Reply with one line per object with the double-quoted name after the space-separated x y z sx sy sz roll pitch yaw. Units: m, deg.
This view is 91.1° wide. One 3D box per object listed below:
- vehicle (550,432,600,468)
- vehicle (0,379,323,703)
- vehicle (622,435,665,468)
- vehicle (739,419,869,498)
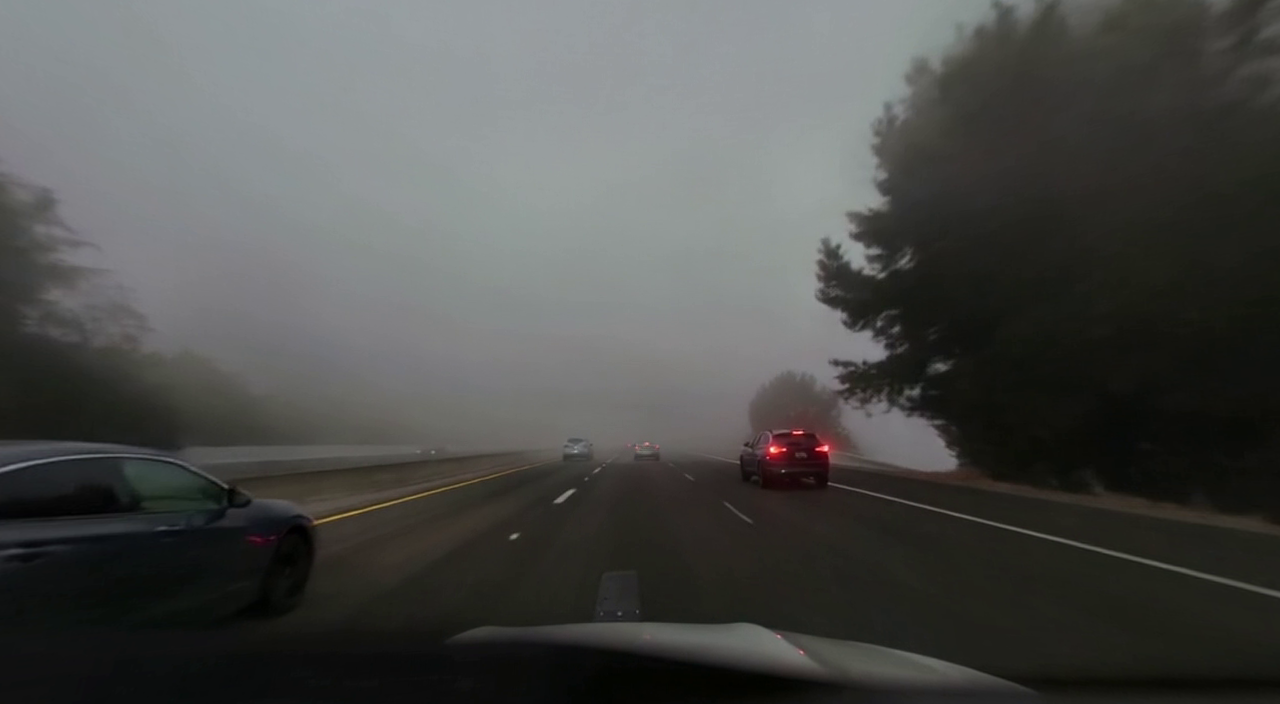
-3.213 4.971 32.038 2.044 1.682 4.201 0 -8 1 "vehicle"
-3.487 0.914 2.520 2.066 1.561 4.495 0 -8 0 "vehicle"
0.202 5.043 32.010 2.049 1.542 3.816 0 -8 1 "vehicle"
3.941 2.642 15.927 2.025 1.707 4.279 0 -8 -2 "vehicle"
